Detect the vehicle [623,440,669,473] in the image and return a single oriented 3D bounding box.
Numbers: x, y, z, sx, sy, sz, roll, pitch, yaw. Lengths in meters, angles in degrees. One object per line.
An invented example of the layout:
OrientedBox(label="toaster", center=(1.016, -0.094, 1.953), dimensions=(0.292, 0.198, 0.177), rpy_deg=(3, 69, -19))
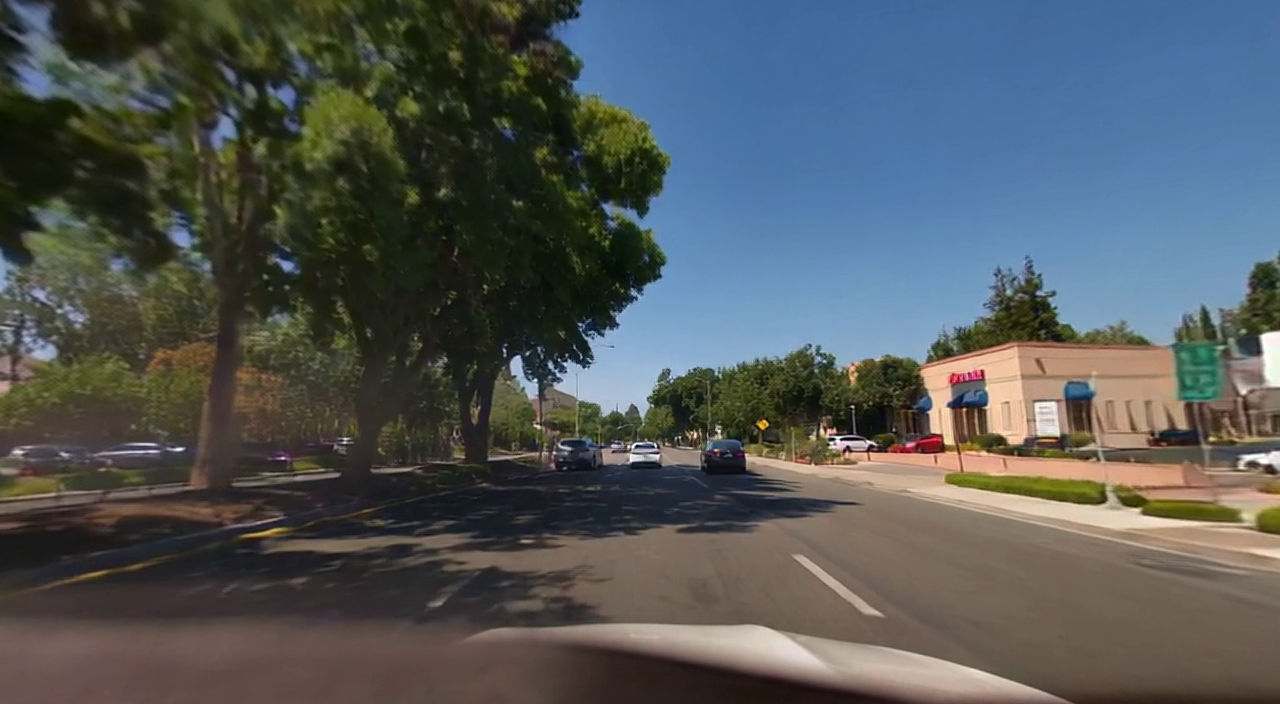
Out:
OrientedBox(label="vehicle", center=(0.268, 4.970, 30.240), dimensions=(2.059, 1.477, 4.216), rpy_deg=(0, -8, 0))

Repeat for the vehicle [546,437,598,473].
OrientedBox(label="vehicle", center=(-3.216, 4.980, 30.608), dimensions=(1.995, 1.607, 4.086), rpy_deg=(0, -8, 1))

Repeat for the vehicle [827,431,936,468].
OrientedBox(label="vehicle", center=(13.422, 5.474, 35.264), dimensions=(5.144, 1.834, 2.188), rpy_deg=(-2, -9, 2))

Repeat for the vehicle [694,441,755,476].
OrientedBox(label="vehicle", center=(3.720, 4.771, 28.490), dimensions=(2.012, 1.462, 4.400), rpy_deg=(0, -8, -1))

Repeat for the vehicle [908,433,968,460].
OrientedBox(label="vehicle", center=(23.258, 7.399, 49.436), dimensions=(2.145, 1.922, 5.397), rpy_deg=(0, -8, 1))

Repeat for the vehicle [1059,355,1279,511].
OrientedBox(label="vehicle", center=(14.613, 1.771, 13.858), dimensions=(8.343, 3.028, 3.002), rpy_deg=(-1, -10, 2))
